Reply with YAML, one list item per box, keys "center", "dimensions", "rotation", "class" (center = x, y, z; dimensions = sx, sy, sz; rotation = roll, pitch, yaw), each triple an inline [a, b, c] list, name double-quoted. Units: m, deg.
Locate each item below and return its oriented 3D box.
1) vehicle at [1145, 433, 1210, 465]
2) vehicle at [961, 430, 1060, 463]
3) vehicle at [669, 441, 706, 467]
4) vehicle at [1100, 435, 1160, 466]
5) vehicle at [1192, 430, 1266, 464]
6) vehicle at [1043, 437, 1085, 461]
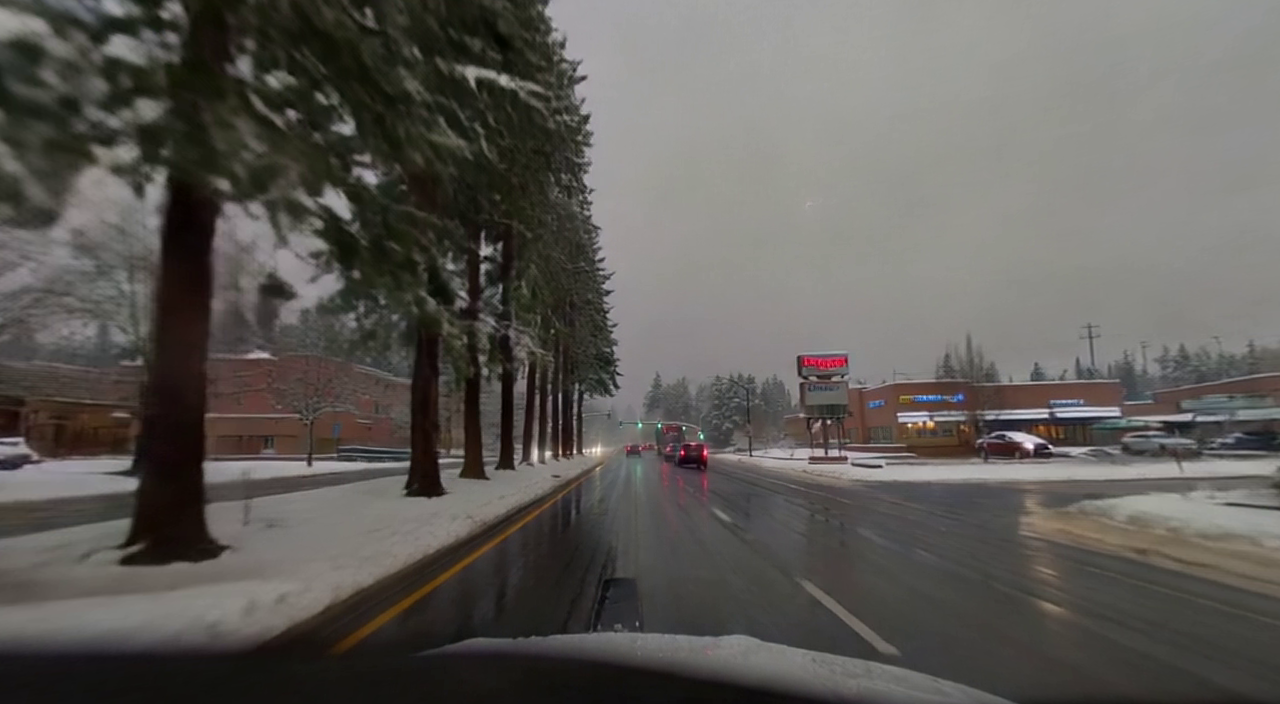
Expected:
- center: [34.062, 6.121, 40.162]
  dimensions: [2.181, 1.901, 4.222]
  rotation: [-4, -9, 28]
  class: "vehicle"
- center: [20.606, 5.244, 35.225]
  dimensions: [4.210, 1.727, 2.227]
  rotation: [2, -7, -8]
  class: "vehicle"
- center: [3.136, 6.790, 42.309]
  dimensions: [2.041, 1.531, 4.236]
  rotation: [1, -7, -1]
  class: "vehicle"
- center: [31.716, 6.369, 41.044]
  dimensions: [2.269, 1.862, 4.495]
  rotation: [-3, -9, 28]
  class: "vehicle"
- center: [36.758, 5.920, 39.582]
  dimensions: [2.160, 1.948, 4.256]
  rotation: [-3, -8, 27]
  class: "vehicle"
- center: [31.121, 7.093, 46.501]
  dimensions: [2.064, 1.654, 4.271]
  rotation: [-4, -9, 28]
  class: "vehicle"
